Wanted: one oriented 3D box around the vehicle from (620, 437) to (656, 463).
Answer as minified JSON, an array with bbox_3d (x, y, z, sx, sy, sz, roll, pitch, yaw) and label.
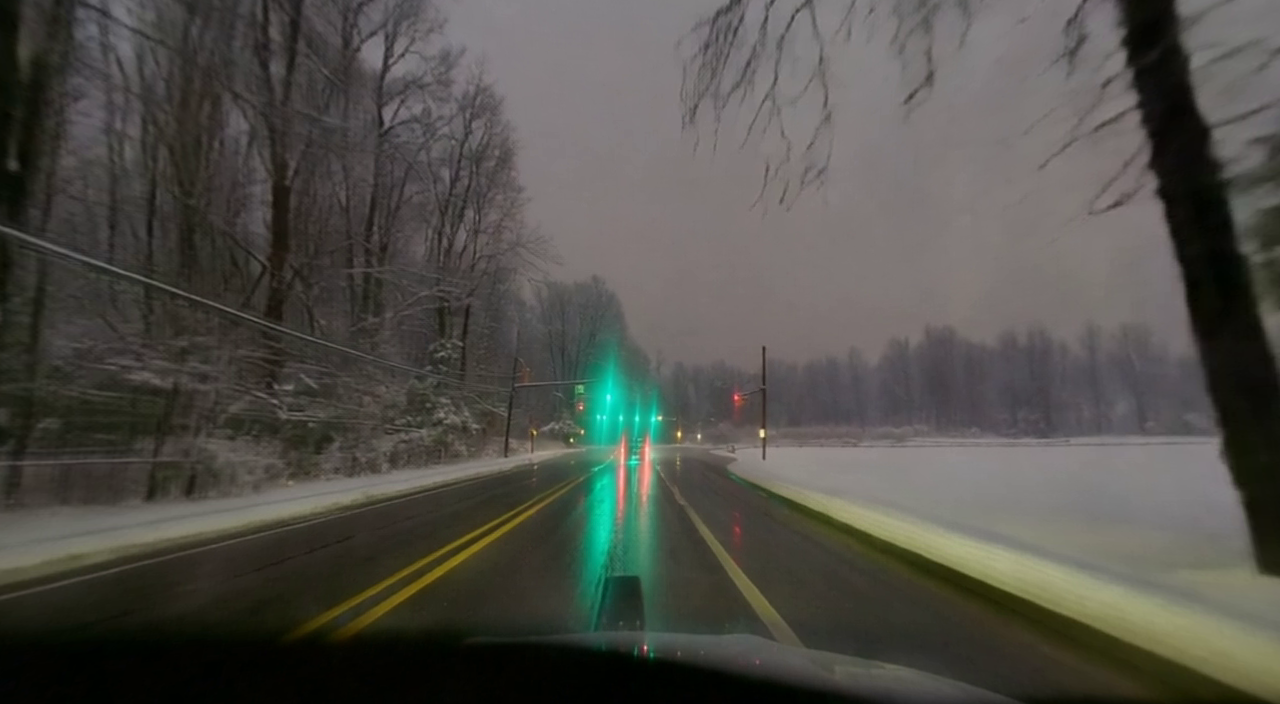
[{"bbox_3d":[-0.105,5.953,38.340,2.042,1.489,3.963,0,-8,0],"label":"vehicle"}]
